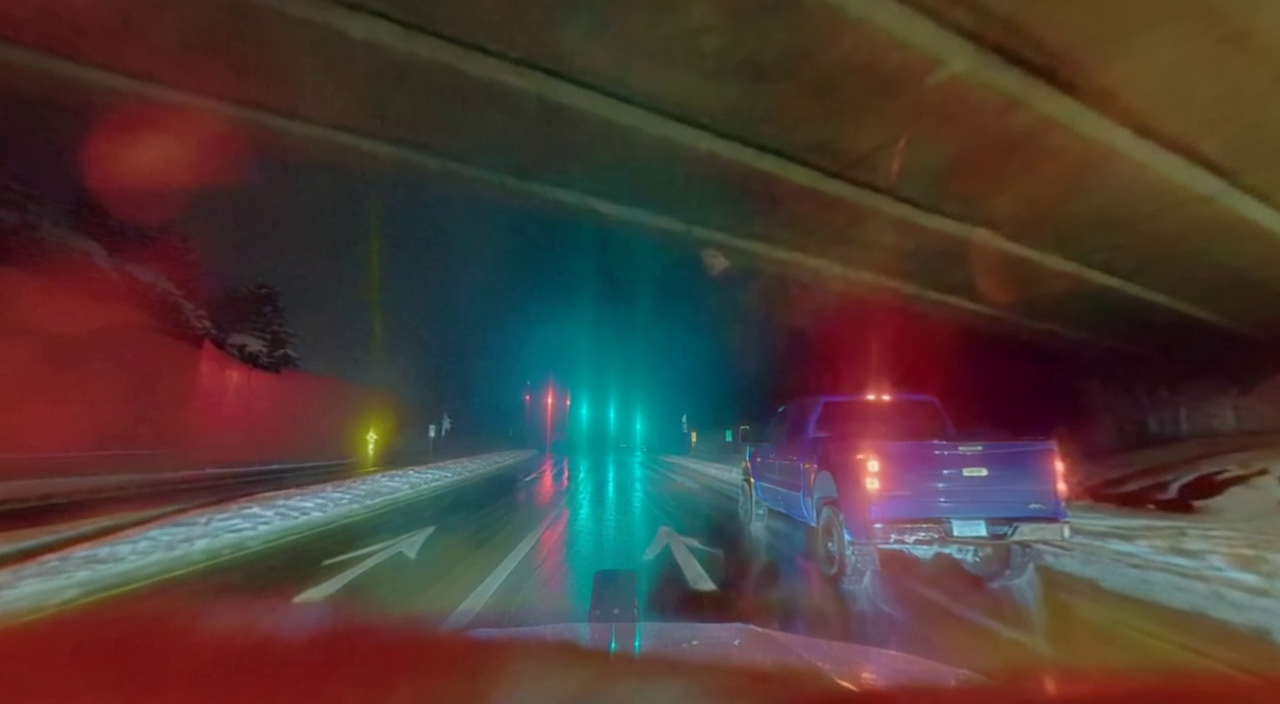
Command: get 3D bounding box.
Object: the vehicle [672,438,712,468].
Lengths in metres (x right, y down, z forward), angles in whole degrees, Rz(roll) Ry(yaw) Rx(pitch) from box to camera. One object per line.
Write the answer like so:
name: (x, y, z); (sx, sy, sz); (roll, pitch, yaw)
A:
vehicle: (2.722, 5.240, 32.925); (1.947, 1.475, 3.962); (-1, -8, 5)

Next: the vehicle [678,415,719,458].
vehicle: (4.296, 6.467, 47.900); (2.625, 2.975, 8.237); (0, -8, 2)
